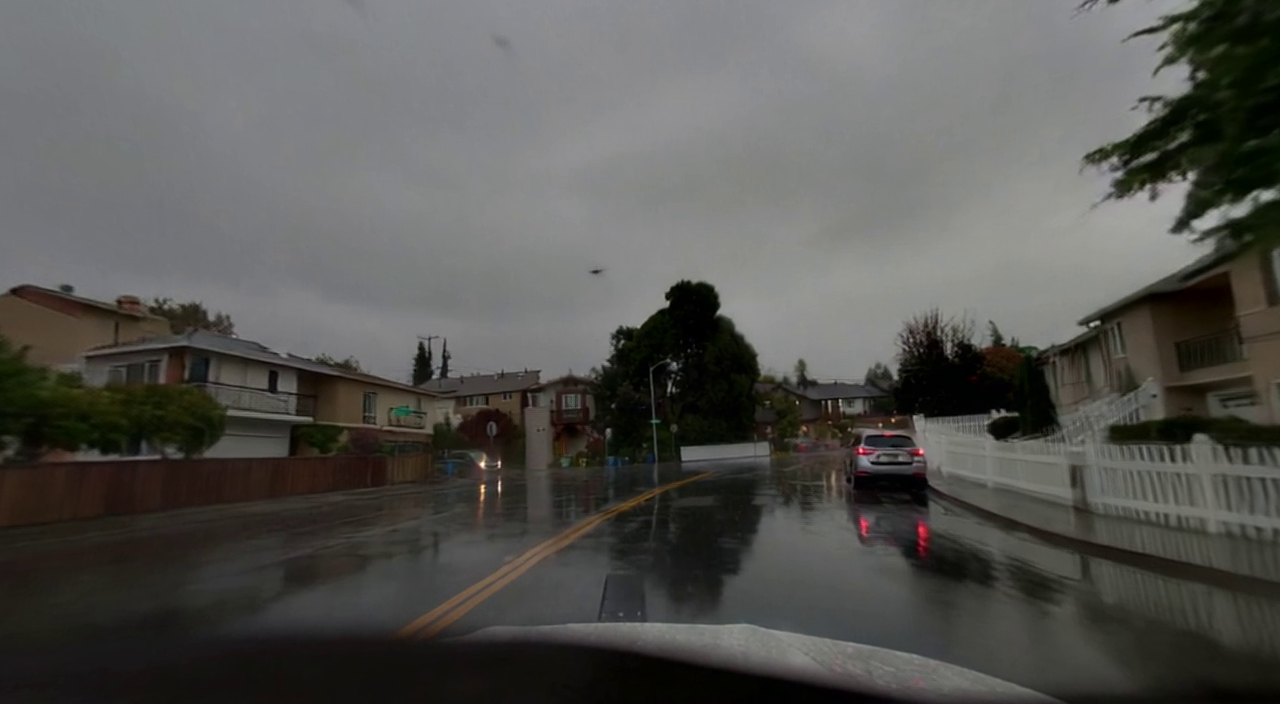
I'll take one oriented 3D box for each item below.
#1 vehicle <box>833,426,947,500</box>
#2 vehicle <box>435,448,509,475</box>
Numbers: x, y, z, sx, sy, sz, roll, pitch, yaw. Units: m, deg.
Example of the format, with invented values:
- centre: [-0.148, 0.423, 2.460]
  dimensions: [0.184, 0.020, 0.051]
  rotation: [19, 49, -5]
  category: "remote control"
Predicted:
- centre: [6.585, 2.941, 17.179]
  dimensions: [2.105, 1.705, 4.392]
  rotation: [-2, -9, 12]
  category: "vehicle"
- centre: [-10.806, 7.018, 40.717]
  dimensions: [4.270, 1.683, 1.984]
  rotation: [-4, -9, 24]
  category: "vehicle"
